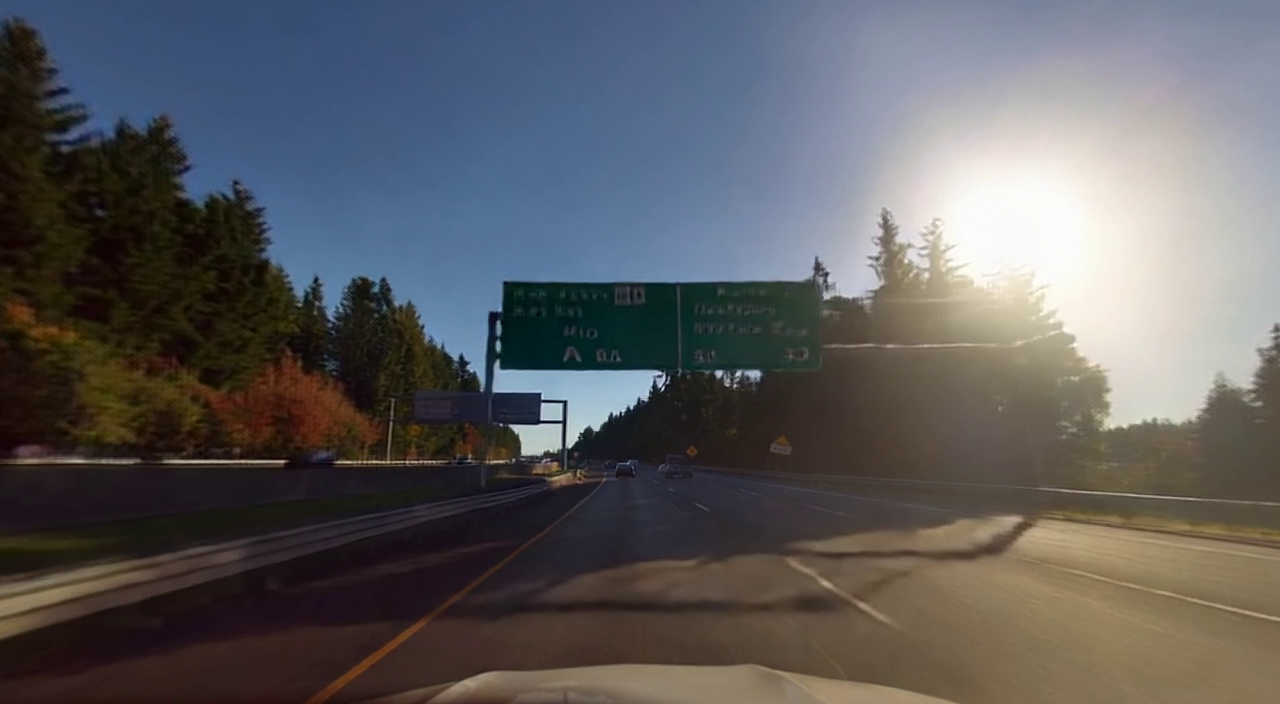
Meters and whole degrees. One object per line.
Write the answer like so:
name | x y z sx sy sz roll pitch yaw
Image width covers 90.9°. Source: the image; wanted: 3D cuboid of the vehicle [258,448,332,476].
vehicle | -21.922 7.079 40.322 2.151 1.661 4.683 1 -10 -2
